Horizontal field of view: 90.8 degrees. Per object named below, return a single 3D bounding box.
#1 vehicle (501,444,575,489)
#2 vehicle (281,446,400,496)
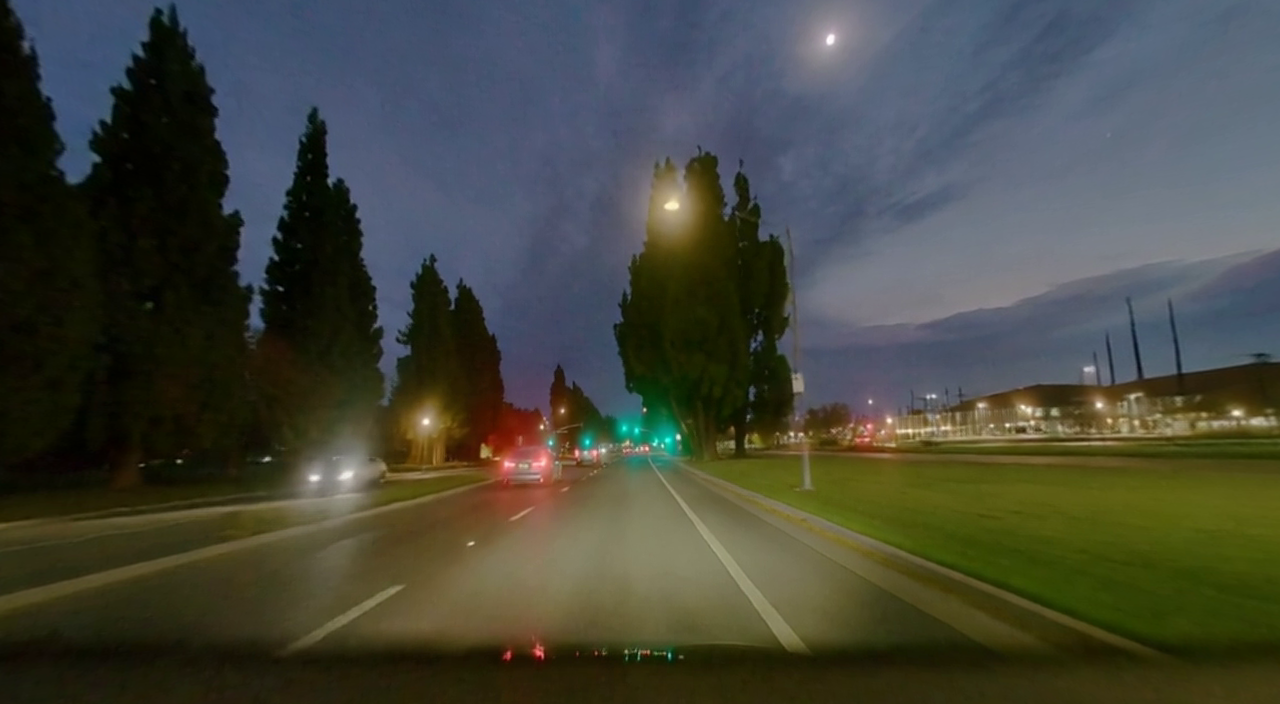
[{"bbox_3d":[-3.597,4.105,22.992,1.932,1.431,4.144,0,-9,1],"label":"vehicle"},{"bbox_3d":[-11.738,4.662,25.314,2.109,1.729,5.492,0,-9,0],"label":"vehicle"}]
